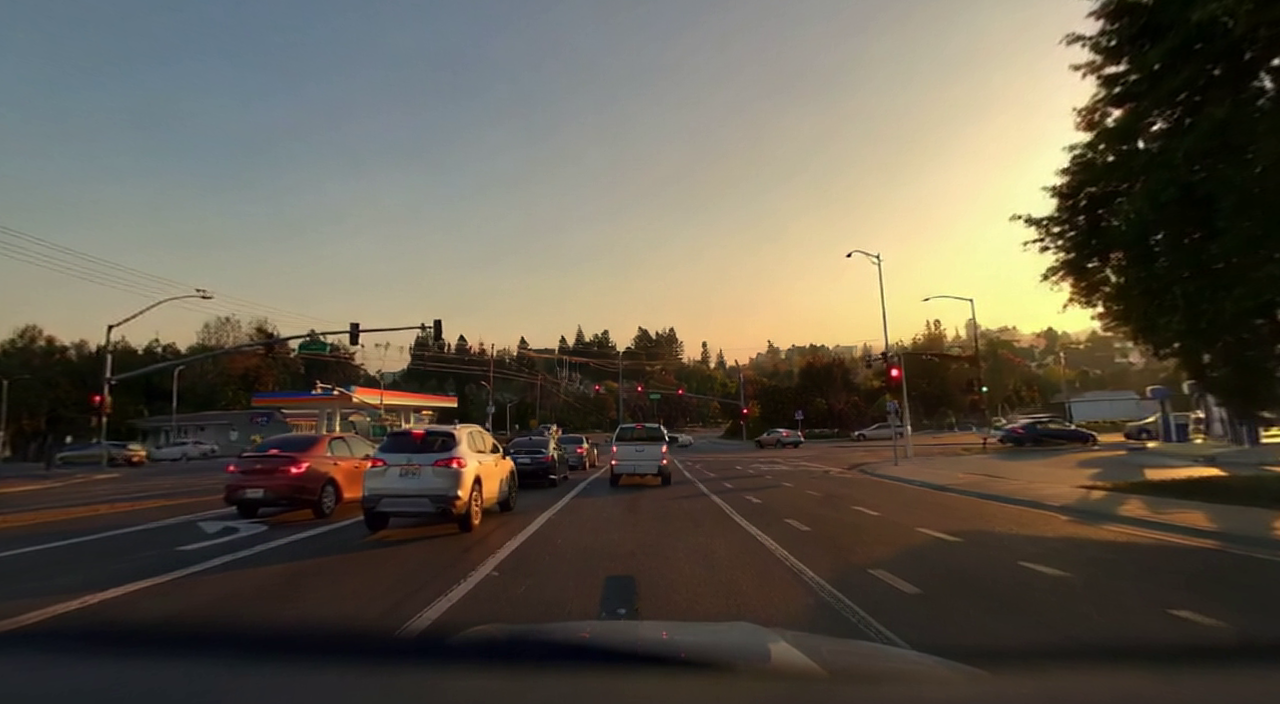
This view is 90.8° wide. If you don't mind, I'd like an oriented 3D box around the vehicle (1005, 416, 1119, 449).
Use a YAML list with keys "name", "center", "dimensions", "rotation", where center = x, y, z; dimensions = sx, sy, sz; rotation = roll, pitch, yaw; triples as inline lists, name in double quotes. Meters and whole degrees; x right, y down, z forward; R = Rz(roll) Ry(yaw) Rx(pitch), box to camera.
- name: "vehicle"
  center: [27.902, 5.343, 41.902]
  dimensions: [5.782, 1.950, 2.225]
  rotation: [-2, -8, 3]

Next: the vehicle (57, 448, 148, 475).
- name: "vehicle"
  center: [-36.419, 7.404, 42.849]
  dimensions: [4.661, 1.456, 1.817]
  rotation: [-3, -7, 2]

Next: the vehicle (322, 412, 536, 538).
- name: "vehicle"
  center: [-3.253, 2.009, 10.867]
  dimensions: [2.096, 1.718, 4.266]
  rotation: [0, -9, 2]

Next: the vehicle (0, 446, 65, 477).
- name: "vehicle"
  center: [-40.777, 6.995, 40.412]
  dimensions: [5.808, 1.893, 2.225]
  rotation: [0, -9, 2]

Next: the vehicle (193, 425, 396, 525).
- name: "vehicle"
  center: [-6.379, 2.291, 12.227]
  dimensions: [1.790, 1.605, 3.696]
  rotation: [0, -9, 0]

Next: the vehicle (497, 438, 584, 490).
- name: "vehicle"
  center: [-2.910, 3.386, 19.391]
  dimensions: [1.881, 1.424, 4.098]
  rotation: [0, -9, 2]

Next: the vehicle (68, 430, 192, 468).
- name: "vehicle"
  center: [-37.646, 7.204, 46.785]
  dimensions: [6.971, 2.685, 2.340]
  rotation: [0, -9, 0]

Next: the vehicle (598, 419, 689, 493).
- name: "vehicle"
  center: [0.104, 2.945, 18.121]
  dimensions: [2.224, 1.819, 5.005]
  rotation: [0, -9, 0]
